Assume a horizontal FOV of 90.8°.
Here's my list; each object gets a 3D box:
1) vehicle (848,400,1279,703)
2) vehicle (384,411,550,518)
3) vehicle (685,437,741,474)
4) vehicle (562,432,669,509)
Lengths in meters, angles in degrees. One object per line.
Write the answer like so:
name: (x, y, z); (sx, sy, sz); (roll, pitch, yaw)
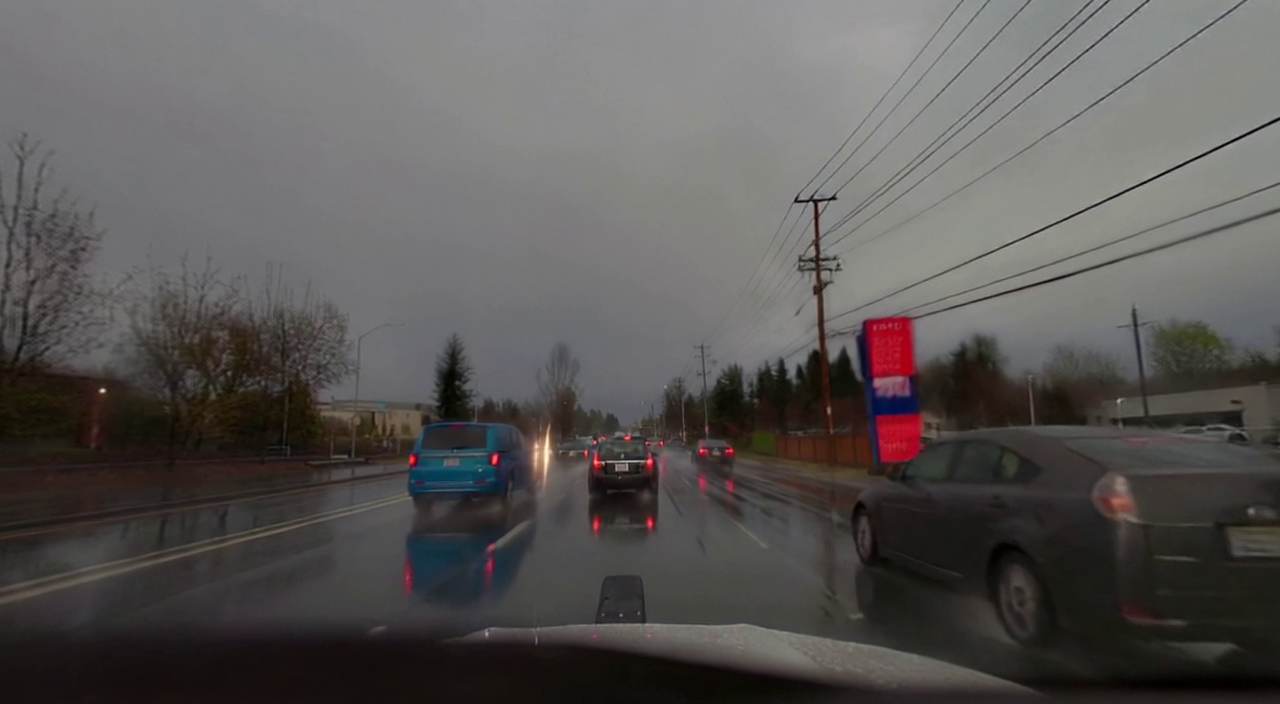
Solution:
vehicle: (3.210, 1.273, 4.885); (1.880, 1.521, 3.724); (0, -9, -1)
vehicle: (-3.356, 2.316, 13.422); (2.092, 1.839, 4.736); (0, -9, 1)
vehicle: (3.168, 4.614, 28.356); (1.878, 1.479, 4.461); (0, -9, -2)
vehicle: (-0.473, 2.627, 14.430); (2.097, 1.511, 3.809); (0, -9, 0)
